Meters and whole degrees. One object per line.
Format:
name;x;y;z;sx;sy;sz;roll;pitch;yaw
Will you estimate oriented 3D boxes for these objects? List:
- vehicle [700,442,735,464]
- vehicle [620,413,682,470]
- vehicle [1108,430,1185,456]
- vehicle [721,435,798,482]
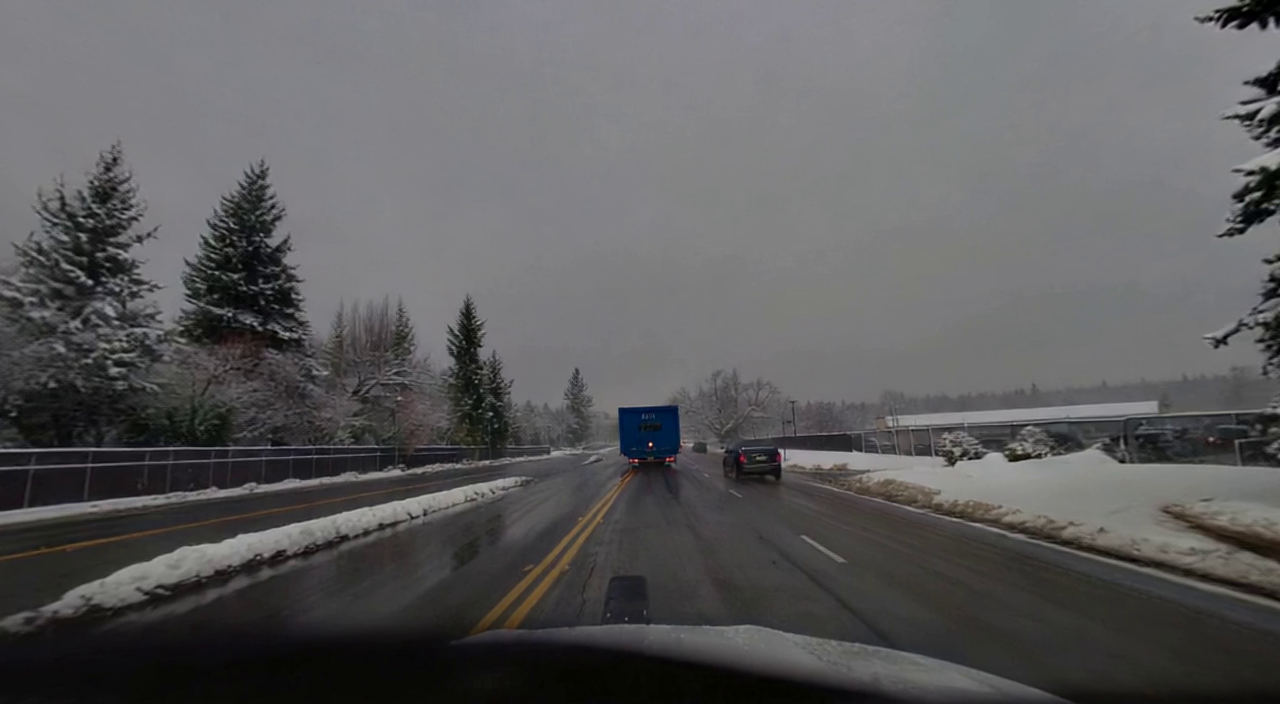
vehicle;5.530;7.273;45.392;2.018;1.473;4.343;0;-9;1
vehicle;0.665;5.208;36.649;3.197;2.963;7.055;0;-9;1
vehicle;37.477;6.798;46.865;2.389;1.806;5.792;-3;-9;18
vehicle;4.592;4.181;24.957;2.151;1.662;4.543;0;-8;0
